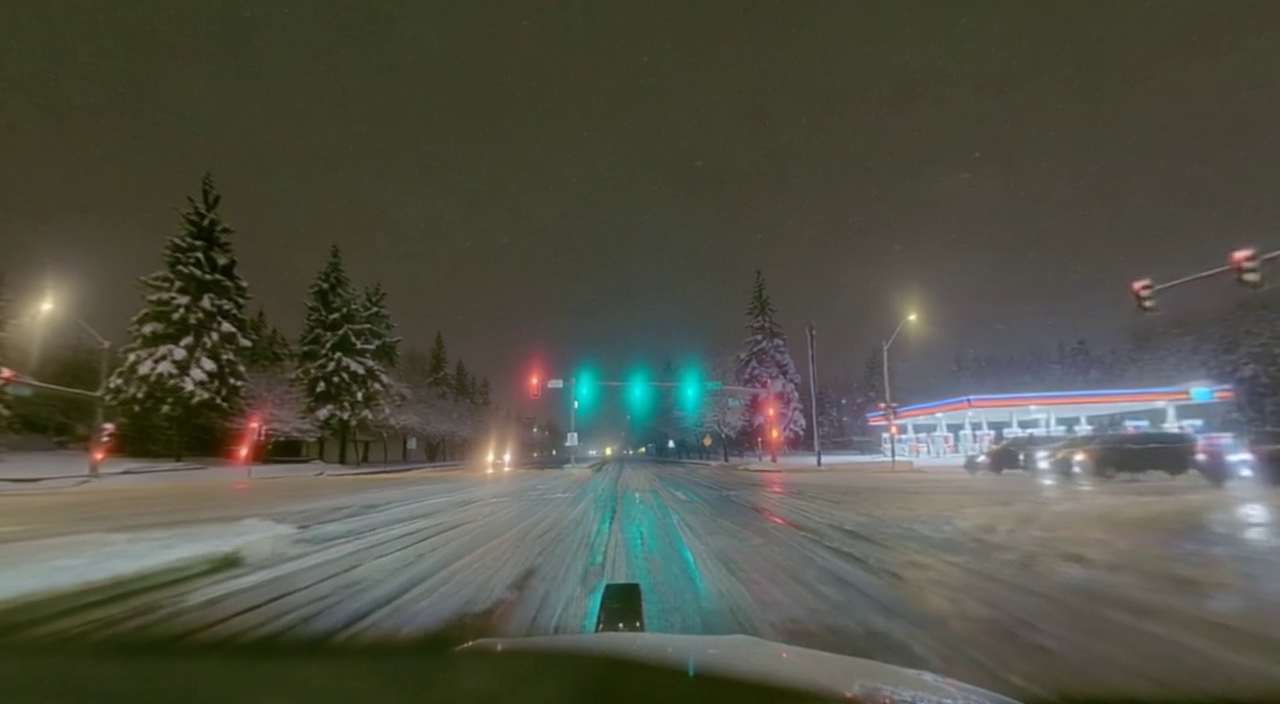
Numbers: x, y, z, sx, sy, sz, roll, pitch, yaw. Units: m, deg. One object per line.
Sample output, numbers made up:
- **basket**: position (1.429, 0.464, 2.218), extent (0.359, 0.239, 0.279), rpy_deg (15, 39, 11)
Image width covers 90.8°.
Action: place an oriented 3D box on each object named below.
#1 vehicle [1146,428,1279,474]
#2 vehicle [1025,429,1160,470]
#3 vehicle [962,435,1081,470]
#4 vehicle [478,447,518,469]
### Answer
- **vehicle**: position (20.468, 3.362, 21.538), extent (4.615, 1.474, 2.004), rpy_deg (0, -8, 1)
- **vehicle**: position (19.820, 4.291, 27.823), extent (4.364, 1.737, 1.967), rpy_deg (0, -8, 1)
- **vehicle**: position (20.370, 5.365, 33.907), extent (4.966, 1.778, 2.104), rpy_deg (0, -8, 1)
- **vehicle**: position (-10.764, 8.043, 48.147), extent (2.029, 1.452, 4.598), rpy_deg (-3, -9, -1)
